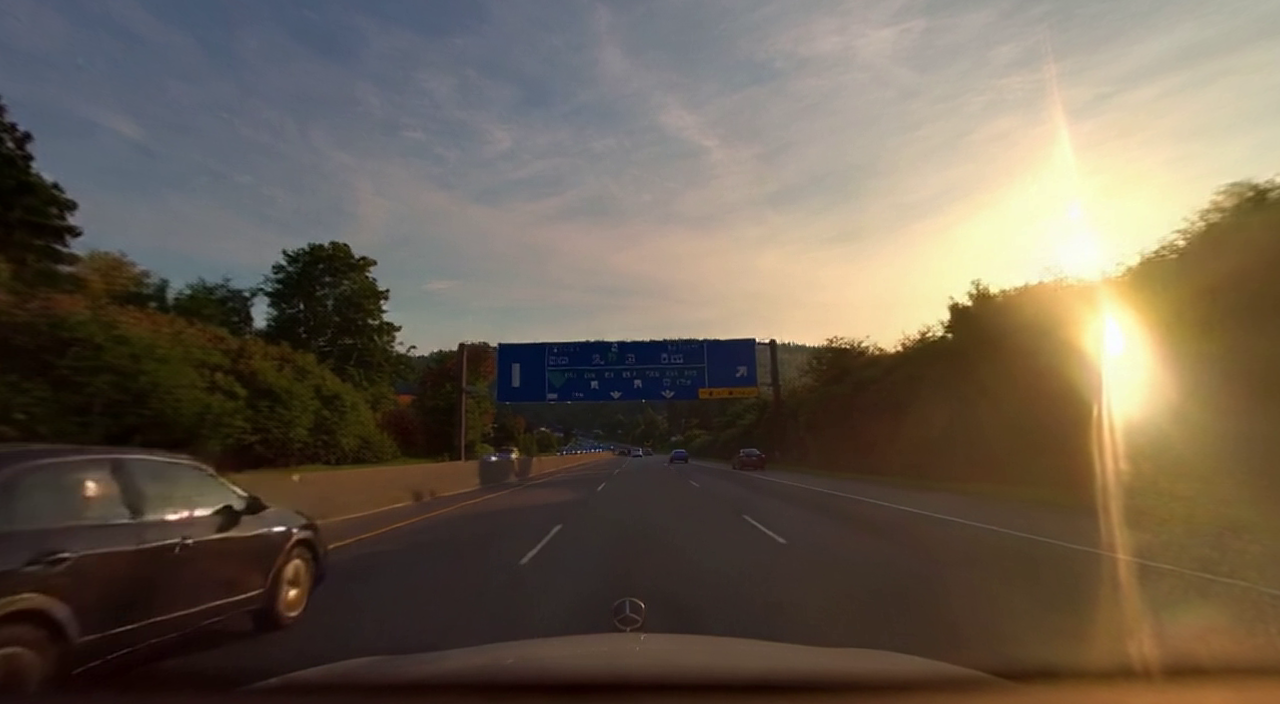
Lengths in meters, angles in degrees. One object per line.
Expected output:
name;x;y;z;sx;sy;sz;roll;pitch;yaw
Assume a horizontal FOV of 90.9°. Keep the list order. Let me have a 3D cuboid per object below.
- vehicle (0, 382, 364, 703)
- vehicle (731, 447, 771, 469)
vehicle;-3.349;0.990;2.847;2.191;1.563;4.318;0;-9;1
vehicle;7.806;7.504;44.786;1.943;1.493;4.507;0;-9;-1
